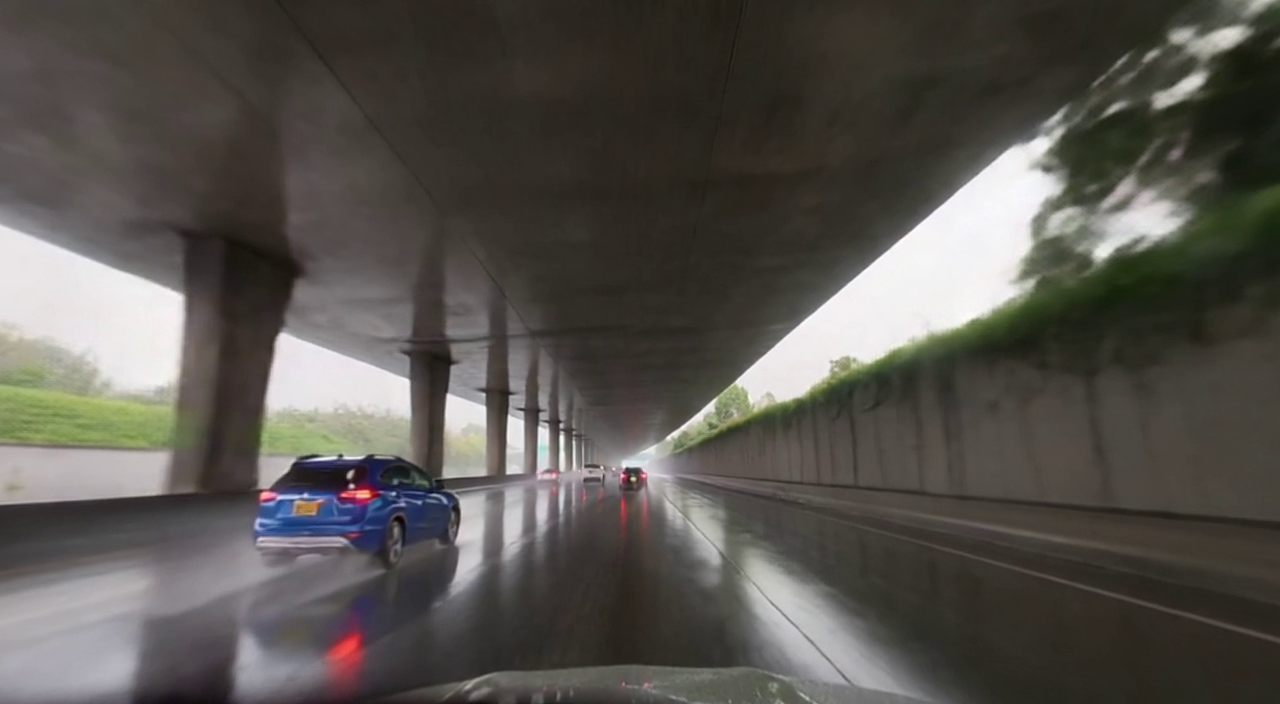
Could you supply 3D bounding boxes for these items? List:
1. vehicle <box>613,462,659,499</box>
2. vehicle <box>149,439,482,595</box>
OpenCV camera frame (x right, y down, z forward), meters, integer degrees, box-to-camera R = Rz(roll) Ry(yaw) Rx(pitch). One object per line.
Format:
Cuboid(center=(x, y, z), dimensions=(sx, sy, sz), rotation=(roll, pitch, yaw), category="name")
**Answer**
Cuboid(center=(-0.223, 5.976, 29.483), dimensions=(1.992, 1.601, 3.762), rotation=(1, -10, -1), category="vehicle")
Cuboid(center=(-3.880, 2.105, 8.778), dimensions=(2.102, 1.521, 4.687), rotation=(1, -10, 0), category="vehicle")
